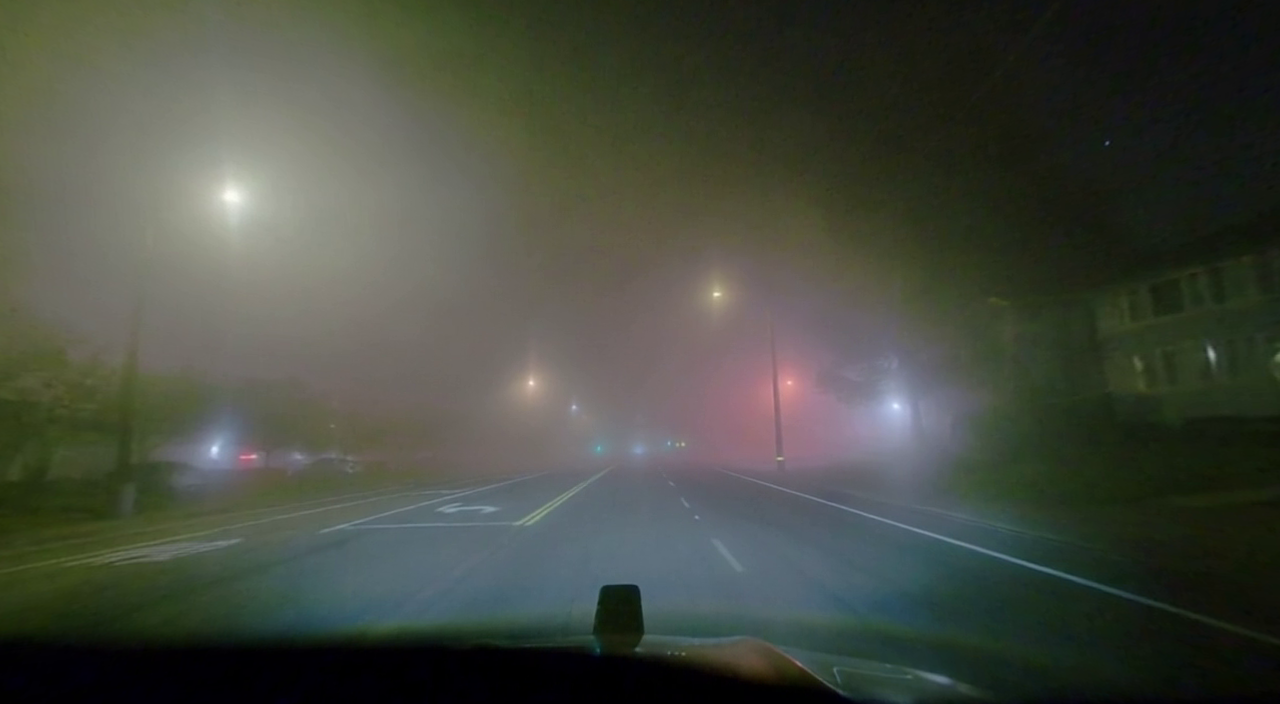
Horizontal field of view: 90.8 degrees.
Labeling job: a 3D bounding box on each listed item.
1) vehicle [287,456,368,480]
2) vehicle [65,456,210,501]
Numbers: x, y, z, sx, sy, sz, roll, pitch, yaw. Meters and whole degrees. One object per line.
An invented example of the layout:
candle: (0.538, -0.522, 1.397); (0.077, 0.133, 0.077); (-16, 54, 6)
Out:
vehicle: (-21.586, 8.019, 43.783); (1.859, 1.461, 4.646); (-9, -12, 44)
vehicle: (-21.454, 5.412, 27.120); (4.530, 1.759, 1.943); (-1, -9, 1)
